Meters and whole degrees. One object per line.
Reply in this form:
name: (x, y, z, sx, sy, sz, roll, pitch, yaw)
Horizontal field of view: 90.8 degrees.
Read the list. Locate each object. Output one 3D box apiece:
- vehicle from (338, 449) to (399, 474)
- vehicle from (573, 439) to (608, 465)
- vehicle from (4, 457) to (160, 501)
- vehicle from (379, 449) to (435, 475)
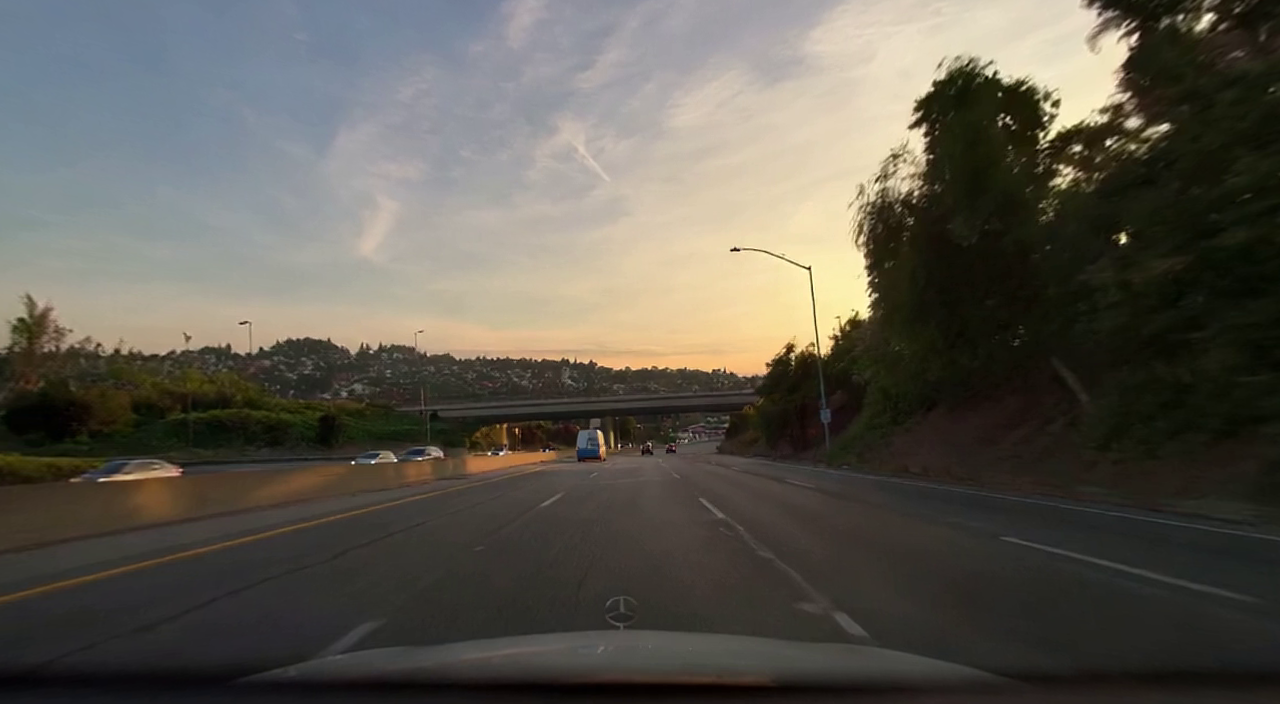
vehicle: (-17.630, 7.112, 41.295, 1.879, 1.478, 4.518, 0, -8, 2)
vehicle: (-3.459, 7.105, 45.002, 2.031, 1.704, 4.435, 0, -8, 2)
vehicle: (-21.801, 4.939, 24.990, 1.825, 1.456, 4.658, 0, -8, 2)
vehicle: (-13.655, 6.454, 37.234, 1.778, 1.420, 3.595, 0, -8, 2)
